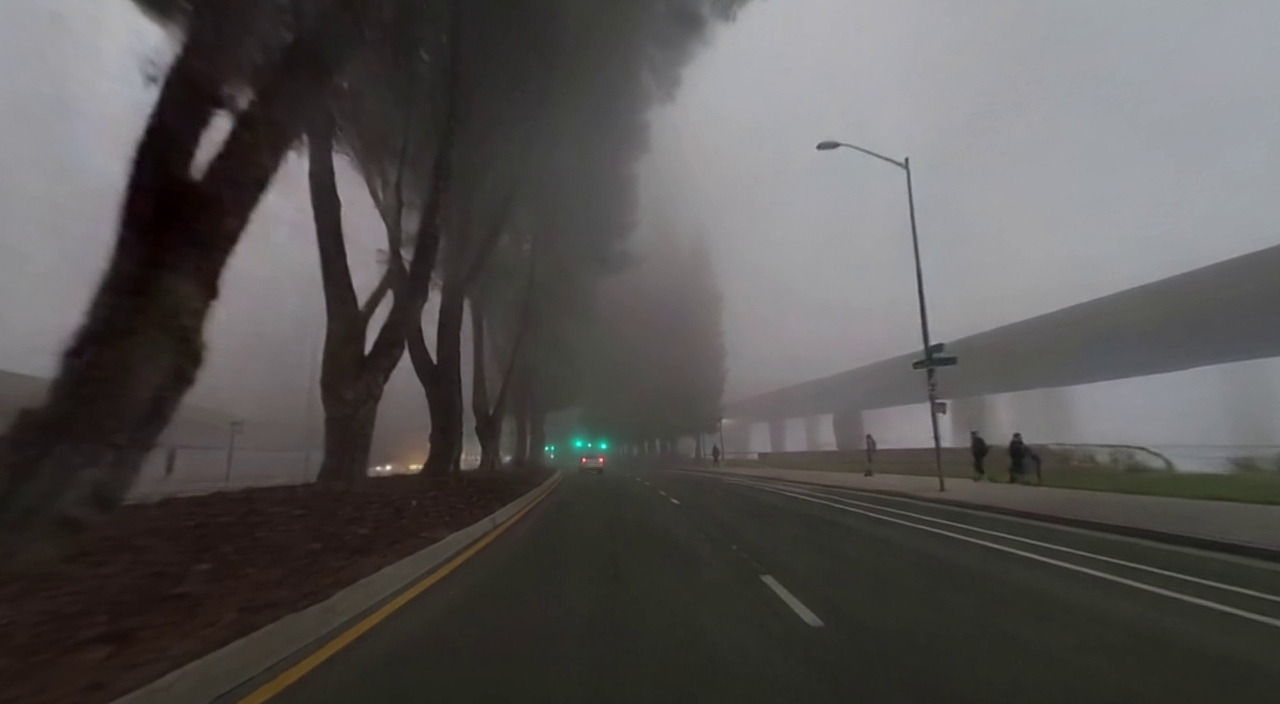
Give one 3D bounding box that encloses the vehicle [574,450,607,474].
[{"bbox_3d":[-3.901,8.532,49.368,2.184,1.713,4.231,1,-9,-9],"label":"vehicle"}]
